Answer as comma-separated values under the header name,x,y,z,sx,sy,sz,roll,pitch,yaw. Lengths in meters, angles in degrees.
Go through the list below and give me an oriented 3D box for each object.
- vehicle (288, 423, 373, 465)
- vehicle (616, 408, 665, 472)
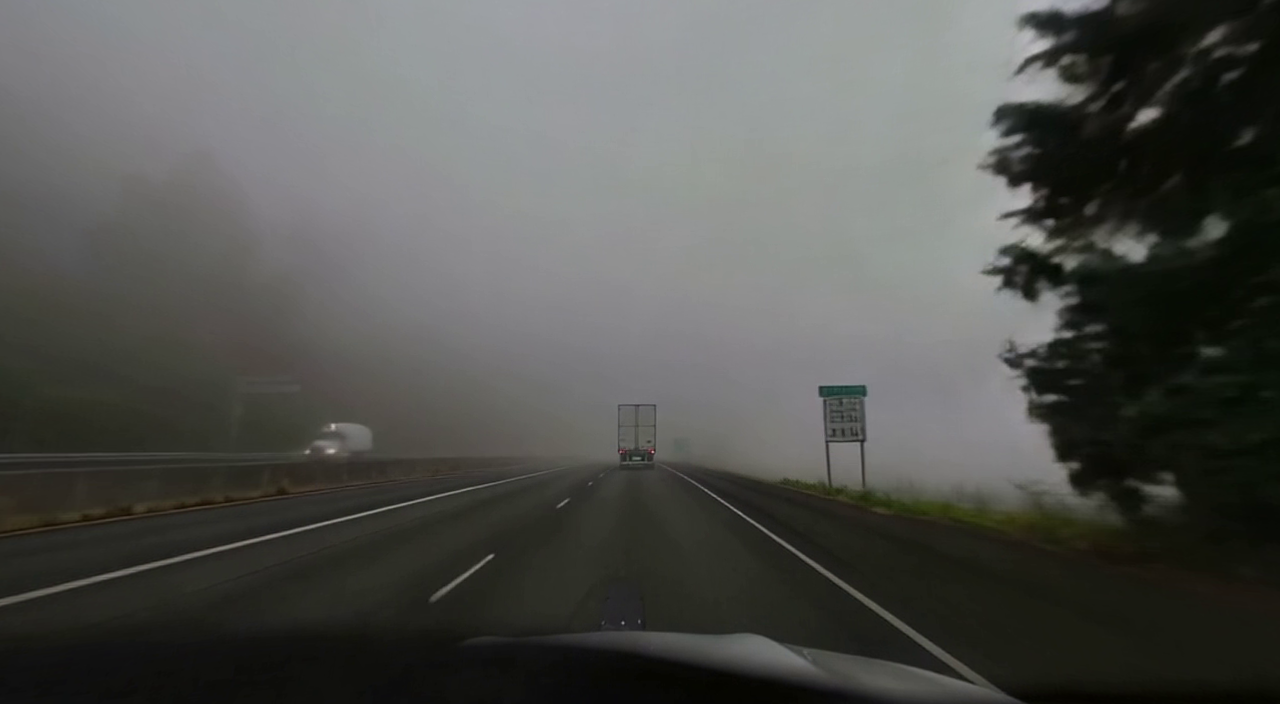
name,x,y,z,sx,sy,sz,roll,pitch,yaw
vehicle,-22.823,6.886,46.906,2.525,2.836,7.355,0,-9,0
vehicle,0.010,6.254,44.438,2.982,3.947,11.075,0,-9,0
